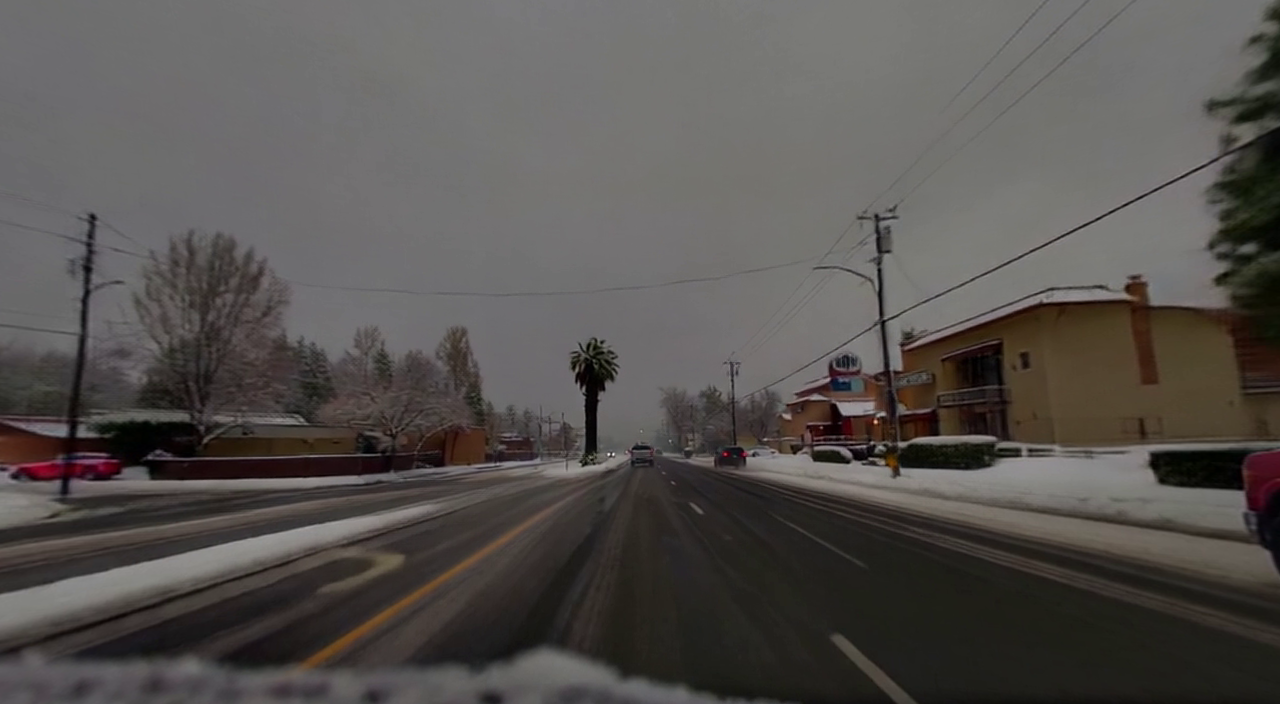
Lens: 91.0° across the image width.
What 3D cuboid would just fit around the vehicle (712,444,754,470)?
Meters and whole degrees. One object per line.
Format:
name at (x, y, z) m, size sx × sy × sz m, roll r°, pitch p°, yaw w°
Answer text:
vehicle at (6.507, 7.396, 44.419) m, size 2.252 × 1.718 × 4.617 m, roll 0°, pitch -9°, yaw 0°

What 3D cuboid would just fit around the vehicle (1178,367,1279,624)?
vehicle at (5.893, 0.841, 3.241) m, size 2.355 × 1.889 × 4.392 m, roll 0°, pitch -9°, yaw 2°

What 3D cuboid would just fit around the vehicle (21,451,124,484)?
vehicle at (-34.793, 7.045, 38.781) m, size 1.888 × 1.754 × 4.488 m, roll -5°, pitch -9°, yaw 7°

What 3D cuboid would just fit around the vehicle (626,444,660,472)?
vehicle at (0.219, 7.018, 41.818) m, size 2.138 × 1.702 × 4.168 m, roll 0°, pitch -9°, yaw 0°
